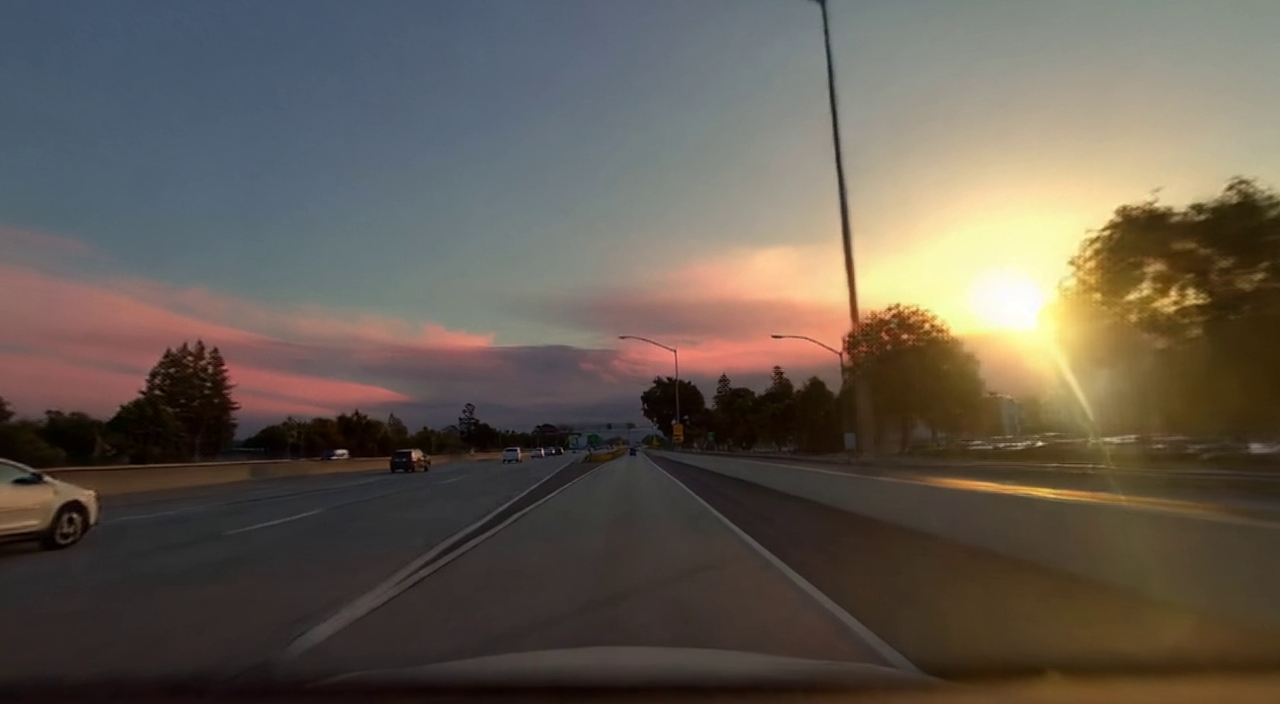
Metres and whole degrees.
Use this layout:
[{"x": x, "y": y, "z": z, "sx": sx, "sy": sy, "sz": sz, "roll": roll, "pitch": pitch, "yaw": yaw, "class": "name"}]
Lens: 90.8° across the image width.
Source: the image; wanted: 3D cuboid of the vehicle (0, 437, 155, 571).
[{"x": -8.093, "y": 1.682, "z": 6.981, "sx": 1.940, "sy": 1.479, "sz": 4.777, "roll": 1, "pitch": -9, "yaw": -4, "class": "vehicle"}]

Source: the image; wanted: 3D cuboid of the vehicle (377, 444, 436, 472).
[{"x": -14.775, "y": 6.709, "z": 40.330, "sx": 2.126, "sy": 1.671, "sz": 5.173, "roll": 1, "pitch": -9, "yaw": -4, "class": "vehicle"}]
